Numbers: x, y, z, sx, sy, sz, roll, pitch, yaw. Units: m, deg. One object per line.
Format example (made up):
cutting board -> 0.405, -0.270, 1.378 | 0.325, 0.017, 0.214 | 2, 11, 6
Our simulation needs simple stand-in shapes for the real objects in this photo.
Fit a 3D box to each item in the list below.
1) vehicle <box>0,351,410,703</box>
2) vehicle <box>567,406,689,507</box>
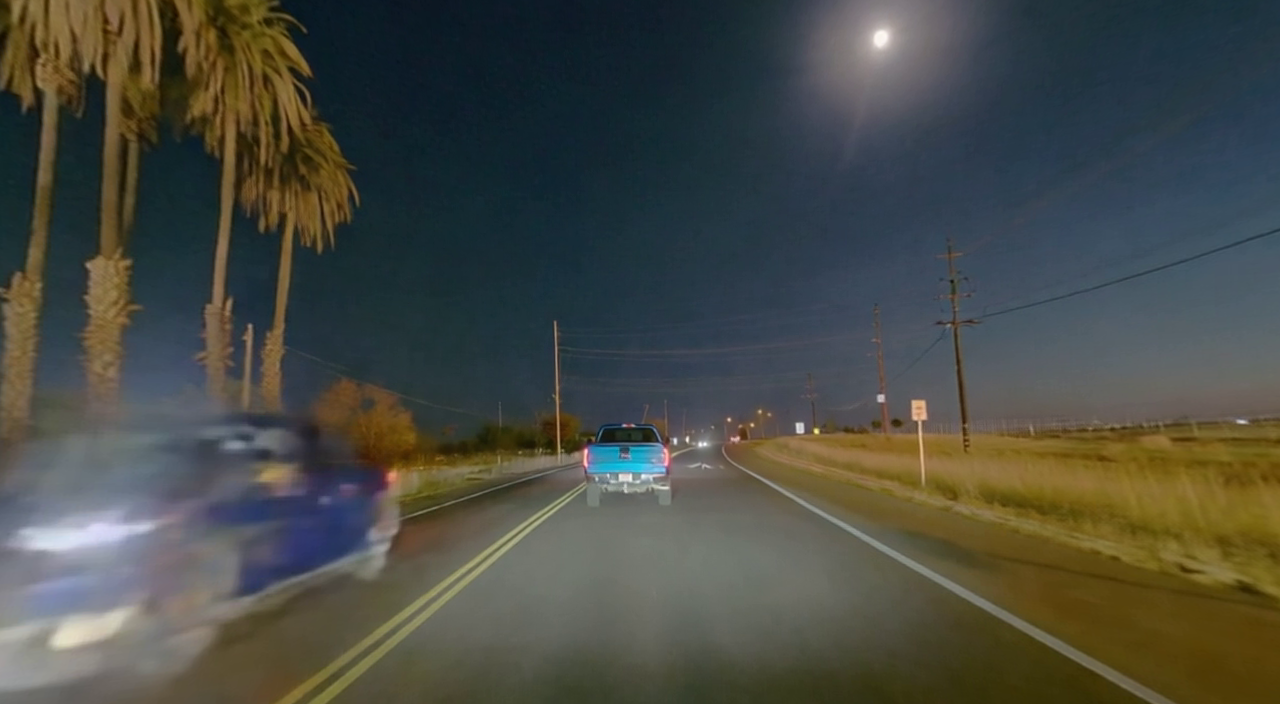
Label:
vehicle -> -4.159, 1.332, 5.709 | 2.276, 1.965, 5.009 | 0, -8, 0
vehicle -> -0.306, 2.745, 17.015 | 2.693, 2.223, 5.885 | 0, -8, -1
